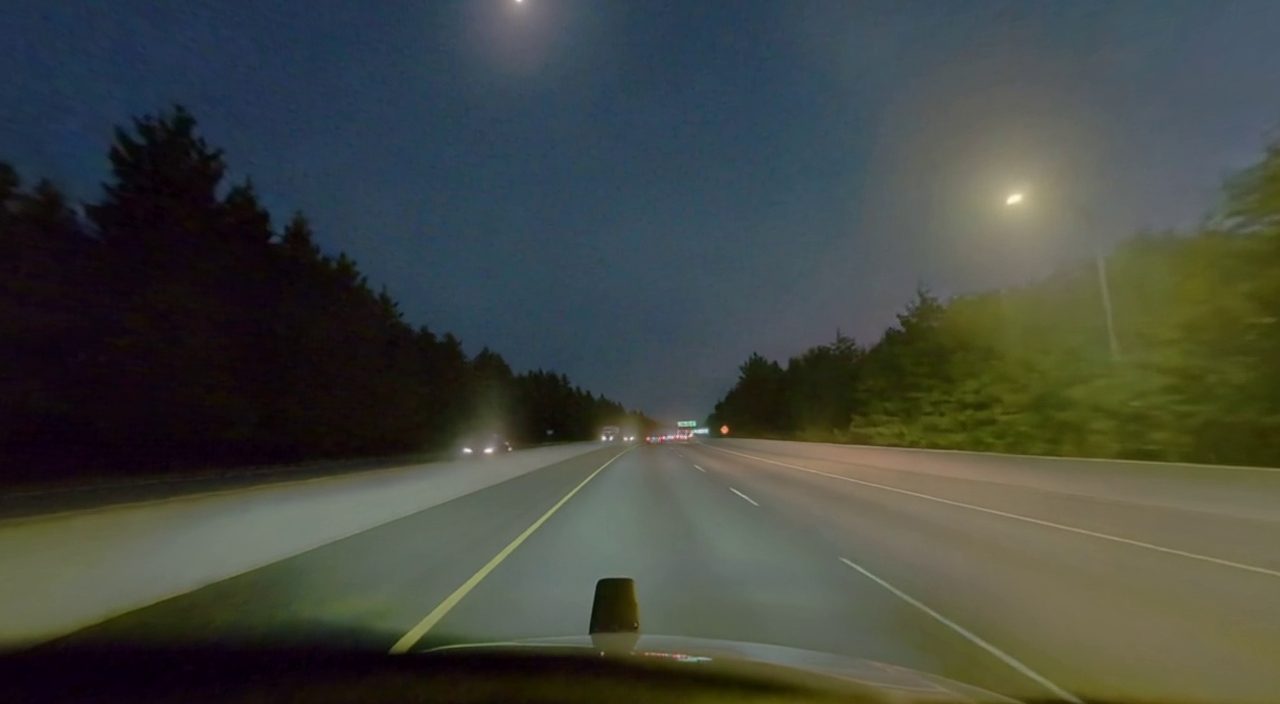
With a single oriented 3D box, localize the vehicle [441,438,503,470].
[{"bbox_3d":[-8.329,5.064,31.640,1.890,1.490,4.463,0,-8,0],"label":"vehicle"}]
